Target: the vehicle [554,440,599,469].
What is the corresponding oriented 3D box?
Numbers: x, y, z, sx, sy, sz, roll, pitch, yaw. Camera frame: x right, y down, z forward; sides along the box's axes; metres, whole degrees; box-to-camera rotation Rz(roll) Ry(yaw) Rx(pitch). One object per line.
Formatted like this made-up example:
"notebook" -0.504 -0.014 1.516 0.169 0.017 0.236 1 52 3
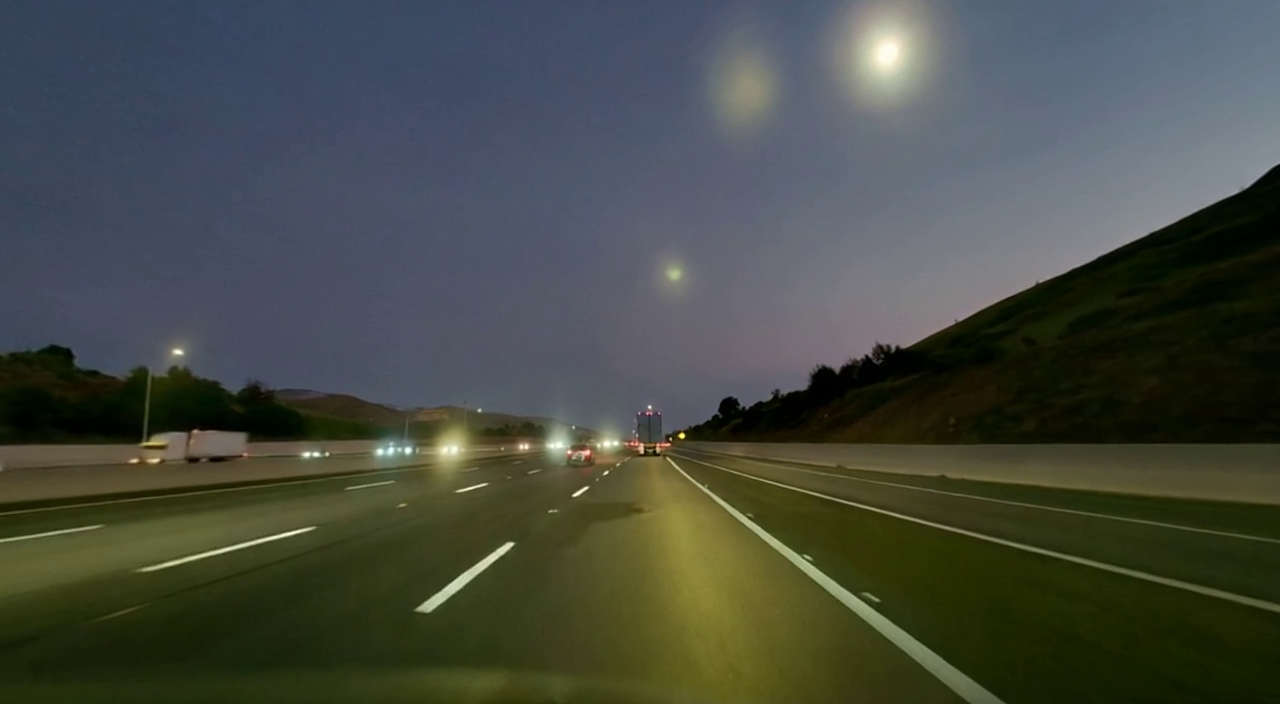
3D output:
"vehicle" -3.504 5.695 35.389 1.983 1.508 4.060 0 -8 1
